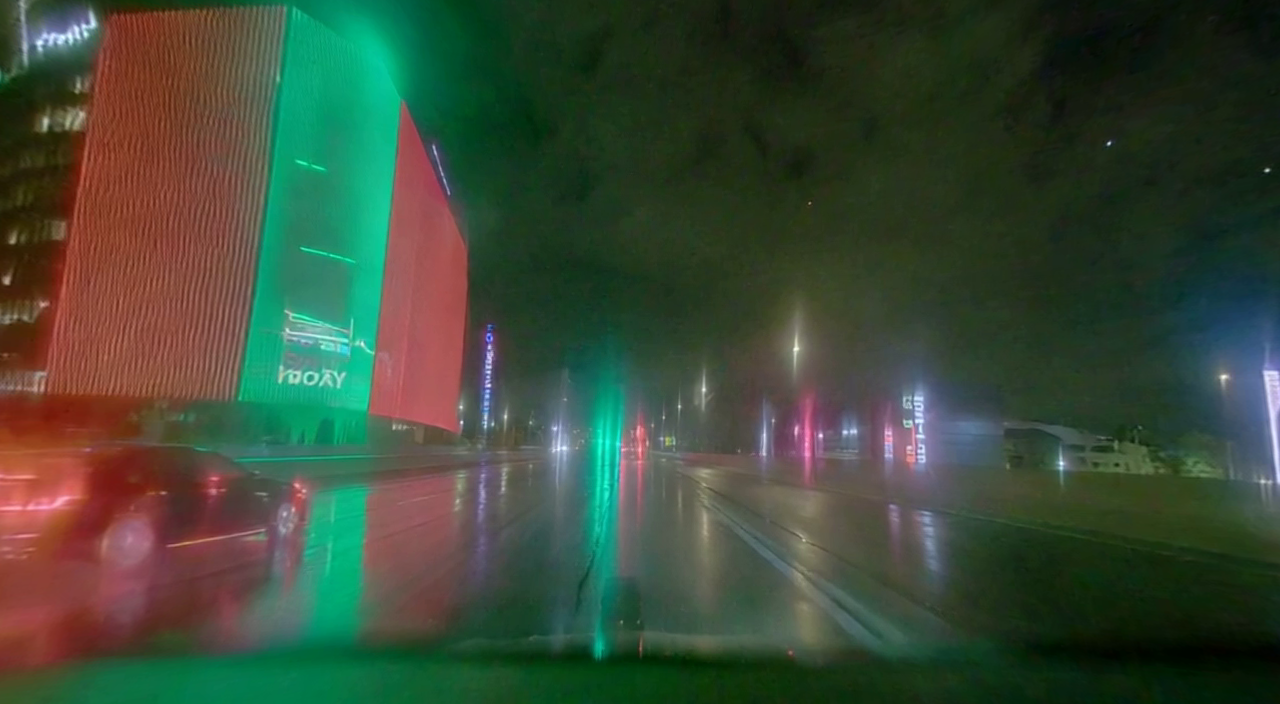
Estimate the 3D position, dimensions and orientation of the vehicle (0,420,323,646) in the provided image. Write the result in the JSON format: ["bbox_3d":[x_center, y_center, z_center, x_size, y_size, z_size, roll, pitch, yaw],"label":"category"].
[{"bbox_3d":[-5.277,1.542,6.336,1.943,1.510,4.201,0,-9,1],"label":"vehicle"}]
